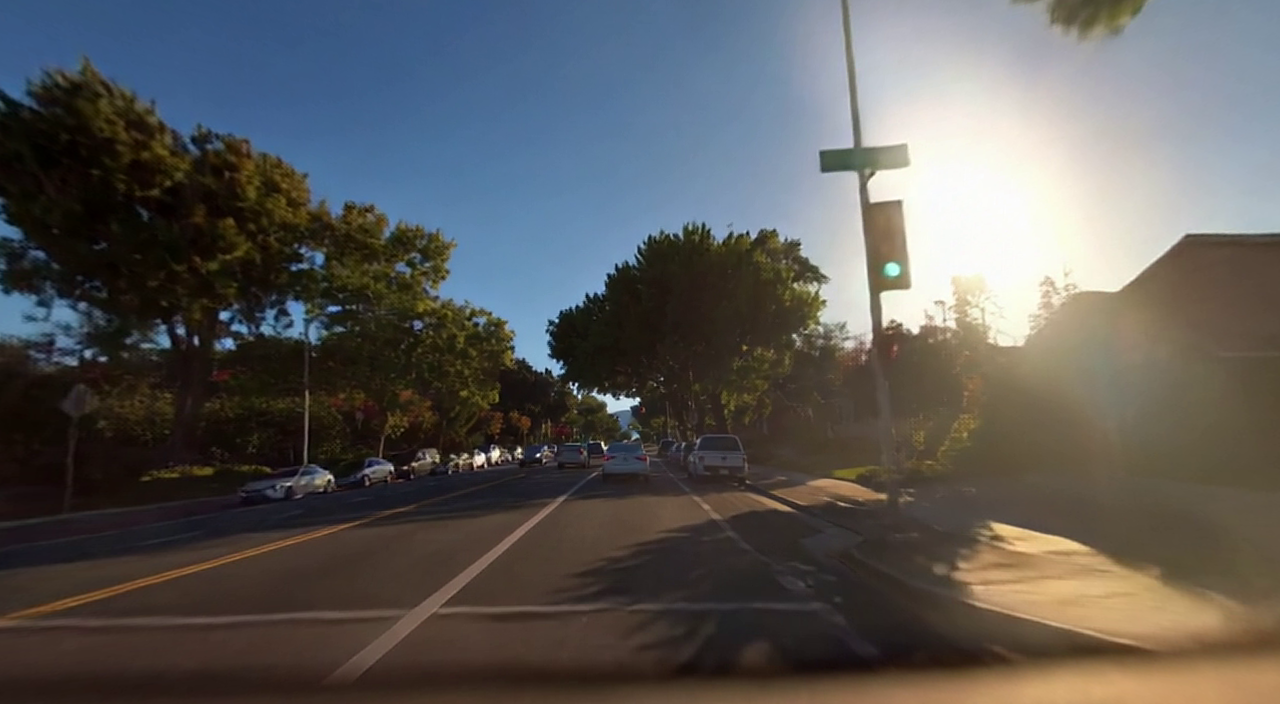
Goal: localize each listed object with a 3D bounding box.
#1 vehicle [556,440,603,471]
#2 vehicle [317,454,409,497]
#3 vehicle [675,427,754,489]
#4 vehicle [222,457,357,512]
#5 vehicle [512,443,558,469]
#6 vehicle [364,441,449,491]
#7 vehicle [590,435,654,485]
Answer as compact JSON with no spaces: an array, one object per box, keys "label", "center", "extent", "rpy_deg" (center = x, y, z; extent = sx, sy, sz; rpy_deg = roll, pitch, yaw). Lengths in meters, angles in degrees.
[{"label":"vehicle","center":[-3.123,5.447,33.583],"extent":[2.117,1.528,4.277],"rpy_deg":[0,-8,0]},{"label":"vehicle","center":[-12.191,5.413,28.142],"extent":[2.047,1.497,4.949],"rpy_deg":[-5,-8,-2]},{"label":"vehicle","center":[2.450,3.638,21.988],"extent":[2.119,1.884,4.567],"rpy_deg":[0,-8,-1]},{"label":"vehicle","center":[-12.478,4.705,22.988],"extent":[2.050,1.518,5.115],"rpy_deg":[-4,-8,-1]},{"label":"vehicle","center":[-6.560,6.555,40.034],"extent":[1.998,1.518,4.817],"rpy_deg":[0,-8,1]},{"label":"vehicle","center":[-12.363,6.006,34.016],"extent":[2.249,2.093,6.297],"rpy_deg":[-8,-8,-3]},{"label":"vehicle","center":[-0.586,3.793,22.480],"extent":[2.041,1.575,4.304],"rpy_deg":[0,-8,-1]}]
